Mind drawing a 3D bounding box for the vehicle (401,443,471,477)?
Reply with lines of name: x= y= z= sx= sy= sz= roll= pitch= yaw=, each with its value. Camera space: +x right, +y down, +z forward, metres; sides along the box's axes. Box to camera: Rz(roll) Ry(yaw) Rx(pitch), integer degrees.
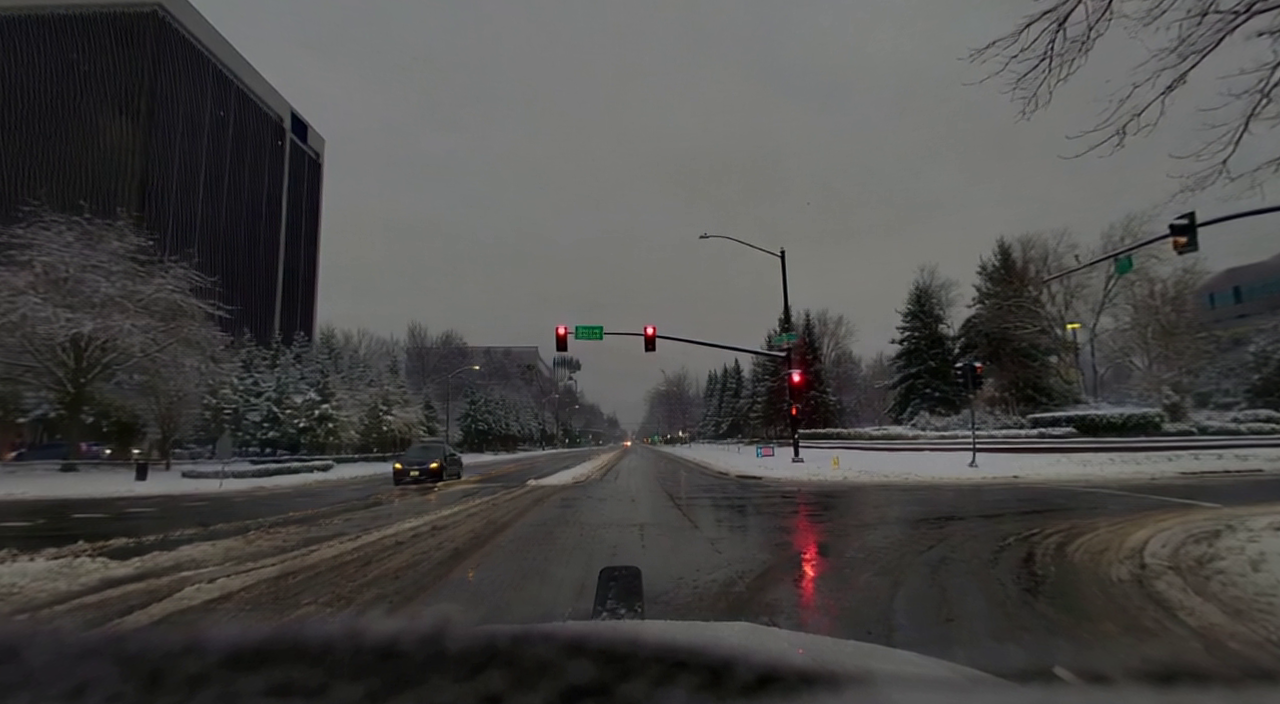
vehicle: x=-11.565 y=6.145 z=36.080 sx=2.069 sy=1.771 sz=4.947 roll=0 pitch=-9 yaw=3
